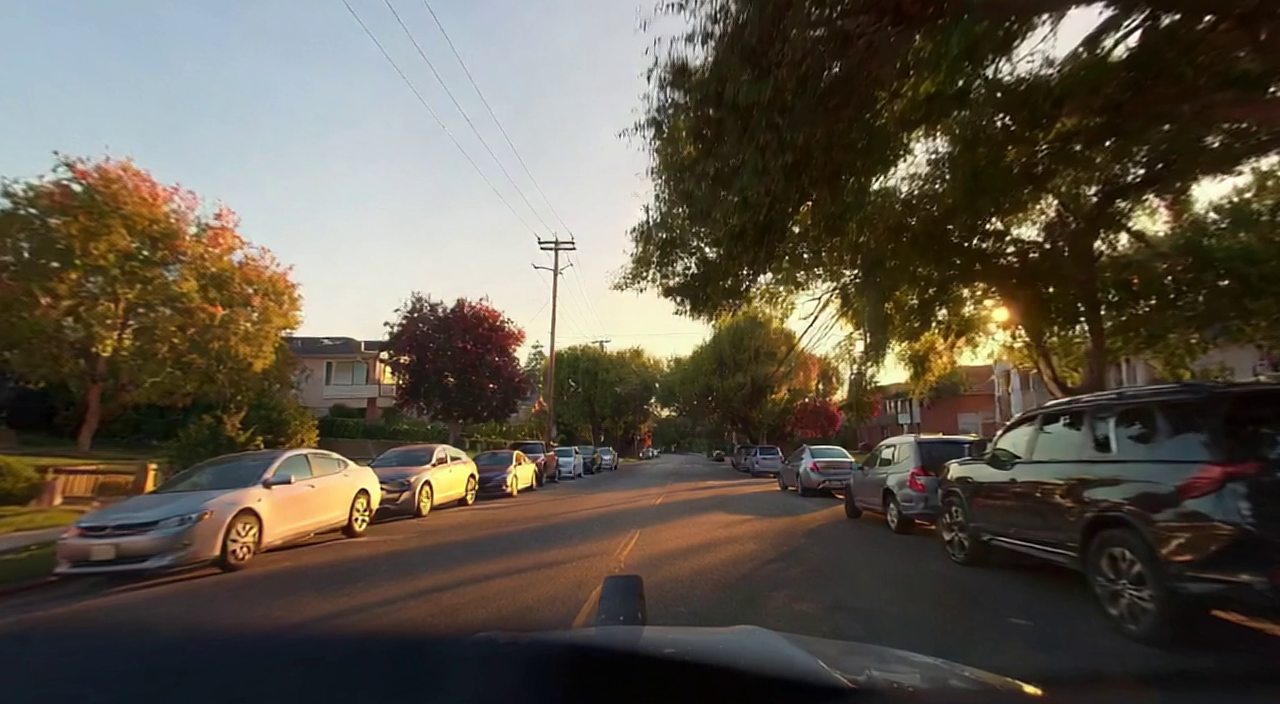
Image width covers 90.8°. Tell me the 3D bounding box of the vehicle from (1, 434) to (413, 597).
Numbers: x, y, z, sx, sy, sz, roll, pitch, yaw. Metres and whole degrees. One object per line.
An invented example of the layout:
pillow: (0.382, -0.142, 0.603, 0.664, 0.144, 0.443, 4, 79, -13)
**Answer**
vehicle: (-4.978, 1.861, 8.425, 1.950, 1.494, 4.816, 0, -7, 2)

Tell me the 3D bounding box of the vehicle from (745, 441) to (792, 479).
vehicle: (6.499, 5.476, 32.338, 1.936, 1.756, 4.127, -1, -9, 6)

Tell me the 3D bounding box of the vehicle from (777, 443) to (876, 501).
vehicle: (5.681, 3.669, 19.890, 1.910, 1.567, 4.856, 0, -9, 4)

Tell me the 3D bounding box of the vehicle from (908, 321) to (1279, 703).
vehicle: (4.722, 1.284, 5.758, 2.407, 2.088, 5.951, -1, -9, 5)
